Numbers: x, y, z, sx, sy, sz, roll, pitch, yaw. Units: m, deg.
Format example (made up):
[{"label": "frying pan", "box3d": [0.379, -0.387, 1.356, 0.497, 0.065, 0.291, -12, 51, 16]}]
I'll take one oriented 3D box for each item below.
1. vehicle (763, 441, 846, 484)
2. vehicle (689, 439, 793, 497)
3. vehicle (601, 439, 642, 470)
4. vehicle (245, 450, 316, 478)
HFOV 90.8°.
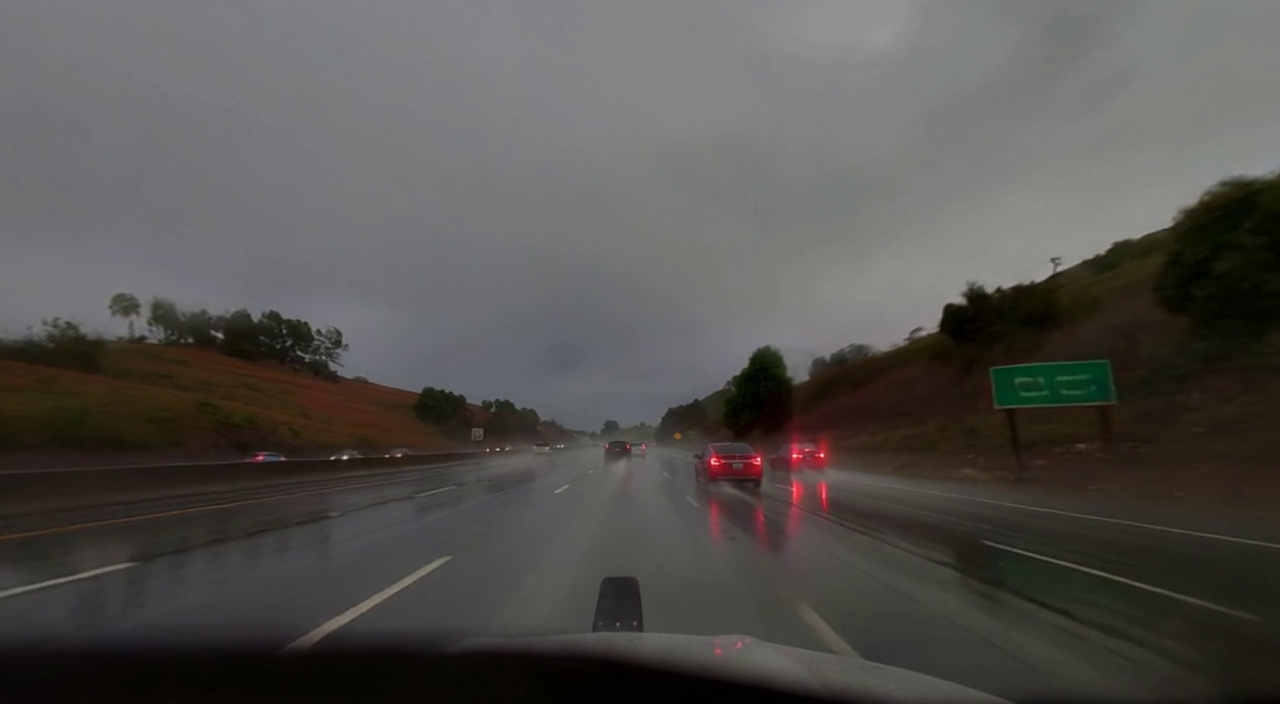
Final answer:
[{"label": "vehicle", "box3d": [6.102, 4.136, 24.008, 1.845, 1.452, 4.352, 0, -8, -2]}, {"label": "vehicle", "box3d": [2.813, 3.363, 18.786, 2.120, 1.492, 4.734, 0, -8, -2]}, {"label": "vehicle", "box3d": [-1.042, 6.011, 37.162, 2.277, 1.675, 4.023, 0, -8, 0]}, {"label": "vehicle", "box3d": [-26.222, 8.164, 46.330, 2.390, 1.856, 4.803, 1, -8, 0]}]
